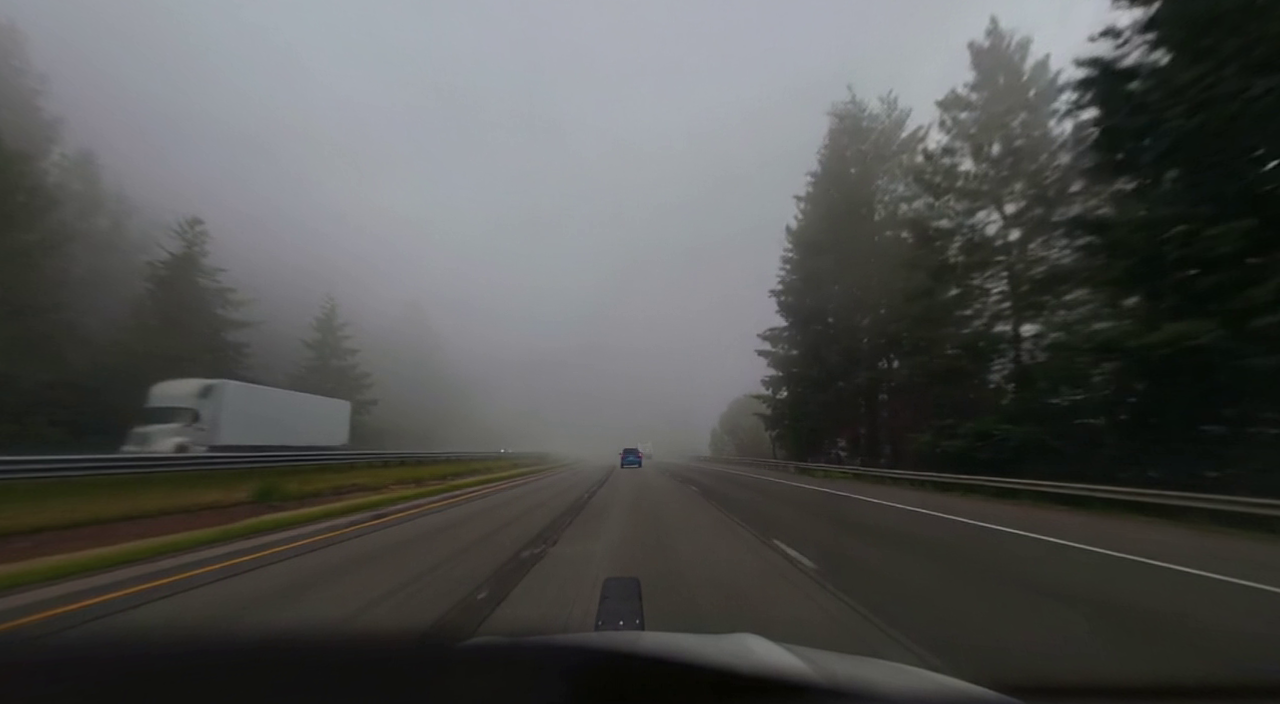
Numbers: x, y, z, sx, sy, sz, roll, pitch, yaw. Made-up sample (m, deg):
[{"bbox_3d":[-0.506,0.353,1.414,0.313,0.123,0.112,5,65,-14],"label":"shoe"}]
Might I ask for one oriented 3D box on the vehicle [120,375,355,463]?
[{"bbox_3d":[-22.662,4.430,38.055,3.487,4.111,16.787,0,-9,-1],"label":"vehicle"}]
